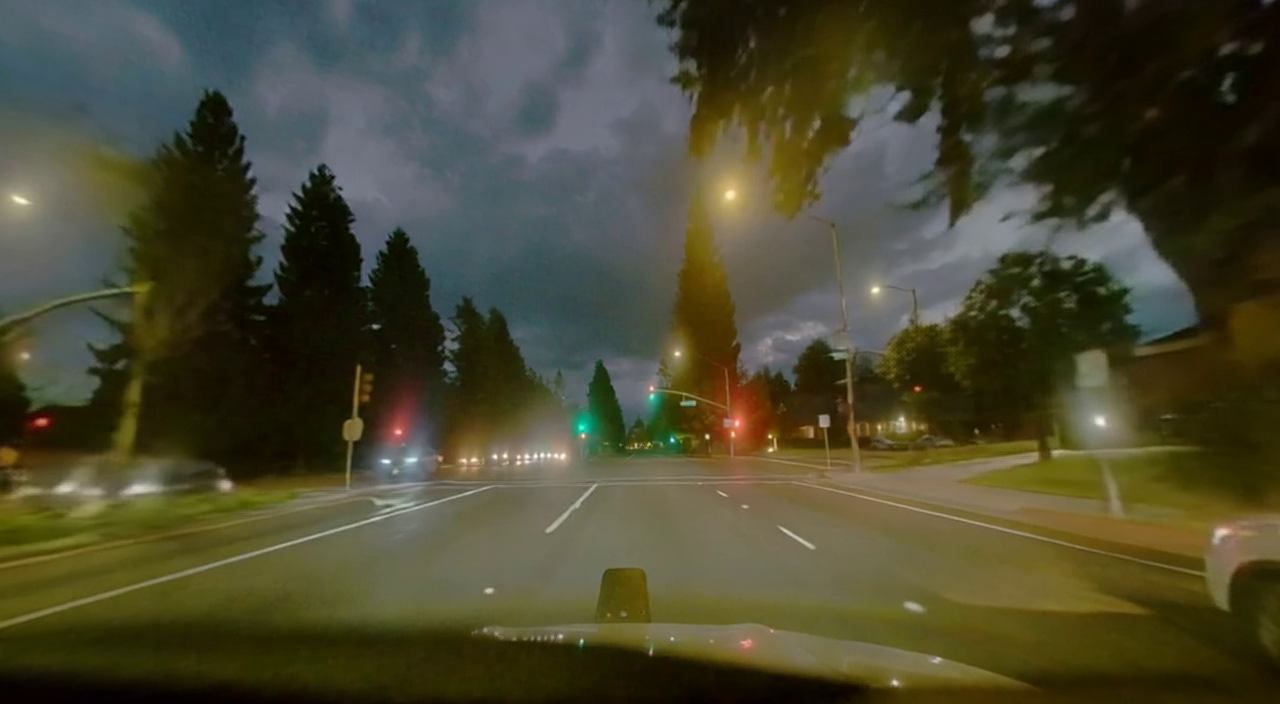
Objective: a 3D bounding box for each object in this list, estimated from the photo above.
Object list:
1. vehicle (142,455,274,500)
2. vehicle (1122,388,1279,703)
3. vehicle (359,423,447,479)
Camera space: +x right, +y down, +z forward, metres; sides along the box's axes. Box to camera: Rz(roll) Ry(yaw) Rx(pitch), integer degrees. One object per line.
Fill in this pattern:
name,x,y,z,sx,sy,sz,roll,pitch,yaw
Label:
vehicle,-16.852,4.886,24.939,1.946,1.502,4.557,-1,-9,1
vehicle,4.198,0.847,2.289,2.018,1.591,3.564,-1,-9,0
vehicle,-13.151,5.547,35.521,2.357,2.798,6.419,-1,-9,1
